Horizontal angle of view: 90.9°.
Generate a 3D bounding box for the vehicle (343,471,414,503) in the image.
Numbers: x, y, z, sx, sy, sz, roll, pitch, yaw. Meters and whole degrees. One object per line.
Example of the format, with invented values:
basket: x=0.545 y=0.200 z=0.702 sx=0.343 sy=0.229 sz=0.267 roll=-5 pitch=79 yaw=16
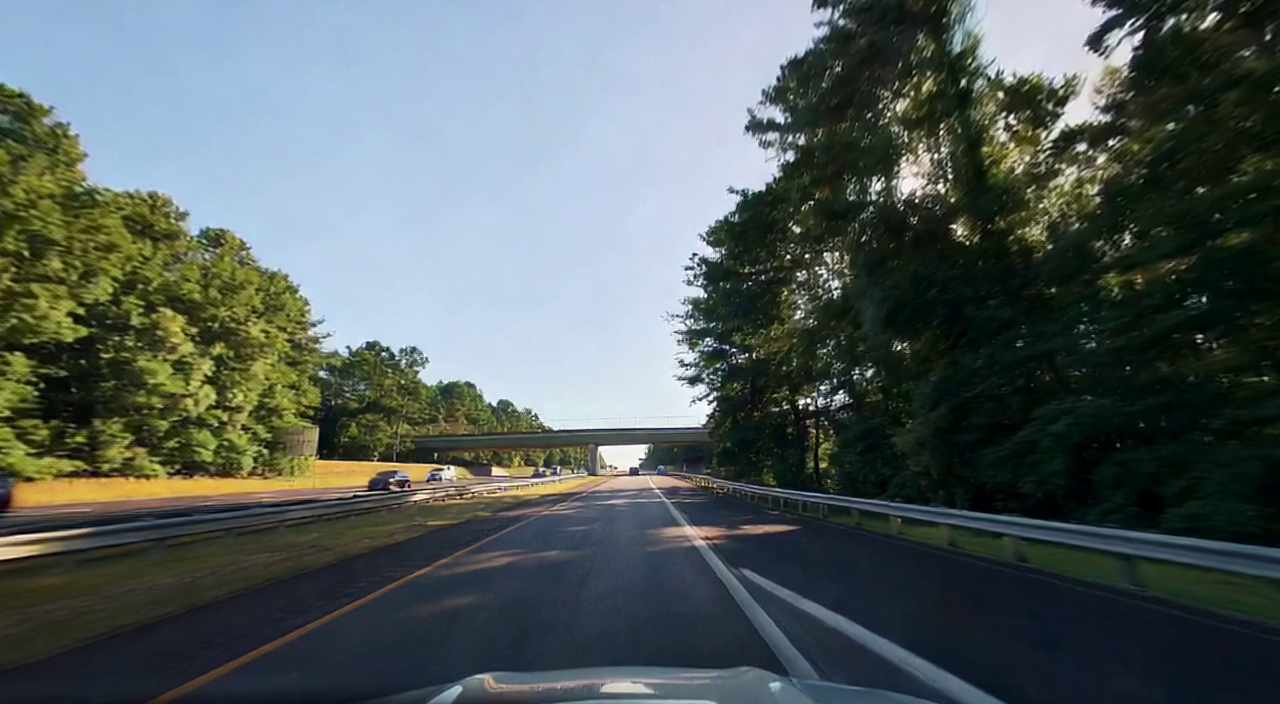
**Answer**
vehicle: x=-12.459 y=6.426 z=30.304 sx=1.654 sy=1.386 sz=4.117 roll=1 pitch=-10 yaw=-1
